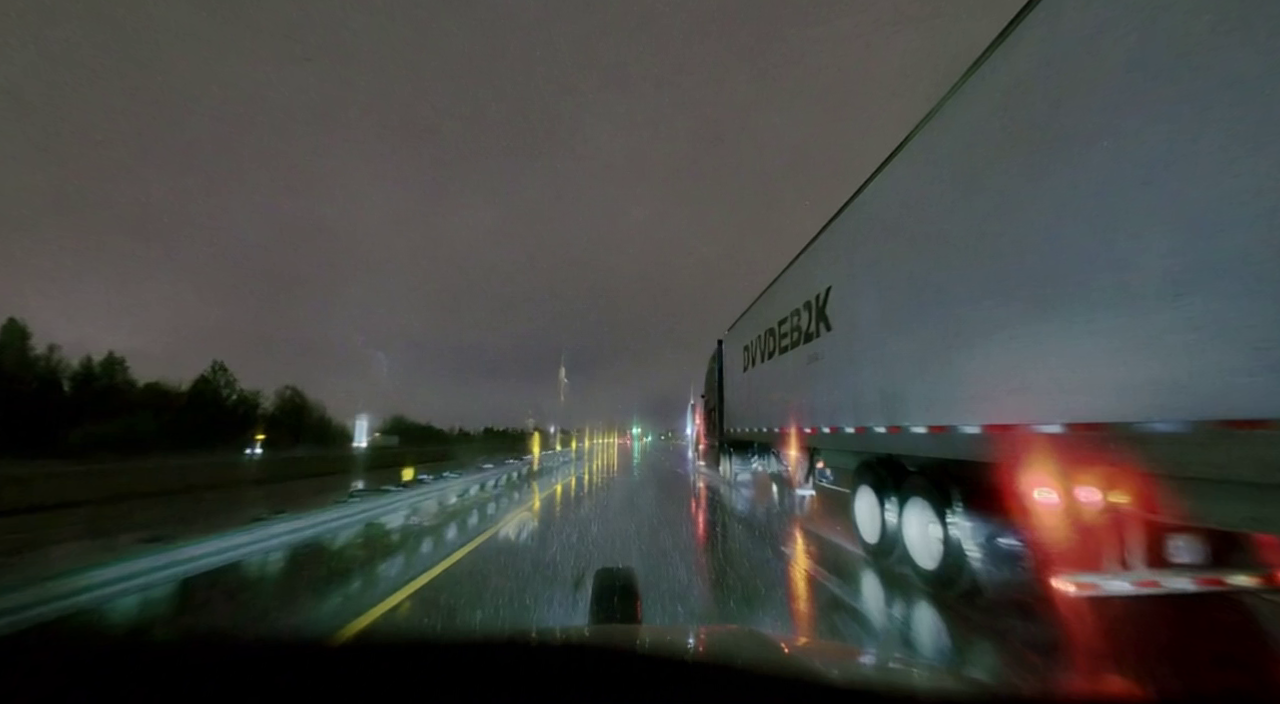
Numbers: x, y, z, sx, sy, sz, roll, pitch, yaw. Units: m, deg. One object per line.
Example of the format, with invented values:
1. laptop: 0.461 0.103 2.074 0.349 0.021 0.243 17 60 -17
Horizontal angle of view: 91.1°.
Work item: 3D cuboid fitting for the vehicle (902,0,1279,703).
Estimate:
1. vehicle: 4.004 -0.665 1.255 2.946 4.135 8.808 0 -8 -1
